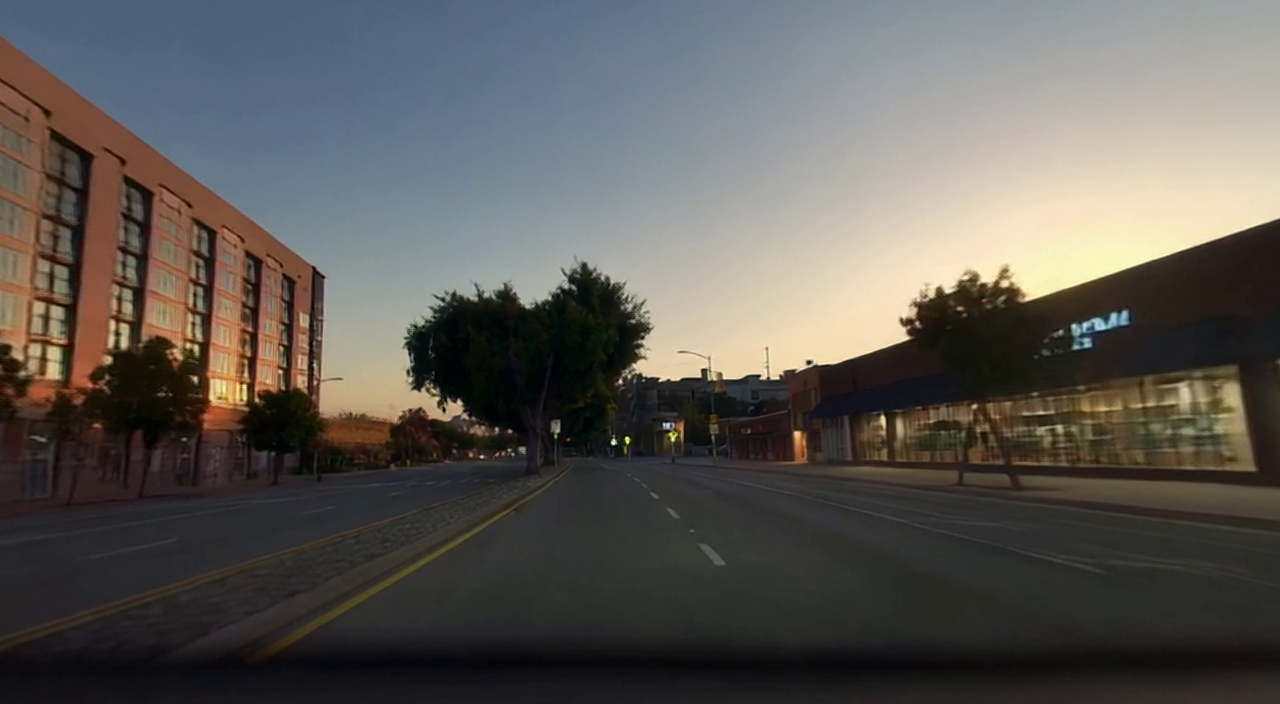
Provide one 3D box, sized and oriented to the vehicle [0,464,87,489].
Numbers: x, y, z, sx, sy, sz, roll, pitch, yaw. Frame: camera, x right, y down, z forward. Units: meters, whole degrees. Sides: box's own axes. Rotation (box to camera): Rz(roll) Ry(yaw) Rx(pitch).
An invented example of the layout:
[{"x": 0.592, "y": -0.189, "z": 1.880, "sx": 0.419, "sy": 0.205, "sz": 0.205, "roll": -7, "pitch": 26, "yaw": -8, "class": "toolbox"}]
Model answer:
[{"x": -39.717, "y": 8.245, "z": 41.988, "sx": 3.994, "sy": 1.491, "sz": 1.730, "roll": 4, "pitch": -9, "yaw": -24, "class": "vehicle"}]
